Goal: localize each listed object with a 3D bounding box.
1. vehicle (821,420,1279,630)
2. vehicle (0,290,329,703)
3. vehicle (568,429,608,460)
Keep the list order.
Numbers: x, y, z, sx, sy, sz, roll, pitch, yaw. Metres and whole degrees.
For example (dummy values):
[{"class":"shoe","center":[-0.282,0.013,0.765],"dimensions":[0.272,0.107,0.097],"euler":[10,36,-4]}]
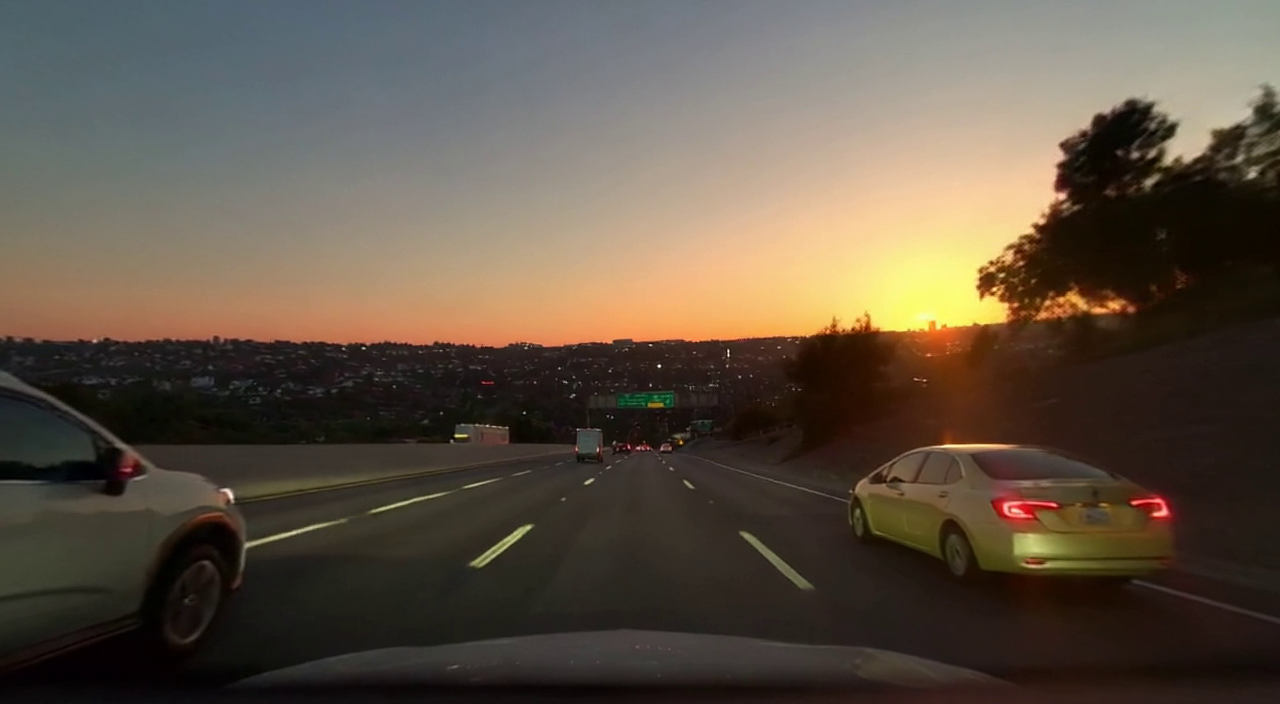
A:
[{"class":"vehicle","center":[3.822,1.658,7.175],"dimensions":[2.047,1.532,4.884],"euler":[0,-9,0]},{"class":"vehicle","center":[-3.641,0.633,2.082],"dimensions":[2.285,1.853,5.564],"euler":[0,-9,1]},{"class":"vehicle","center":[-3.920,7.168,48.643],"dimensions":[2.496,2.203,6.317],"euler":[0,-9,1]}]
